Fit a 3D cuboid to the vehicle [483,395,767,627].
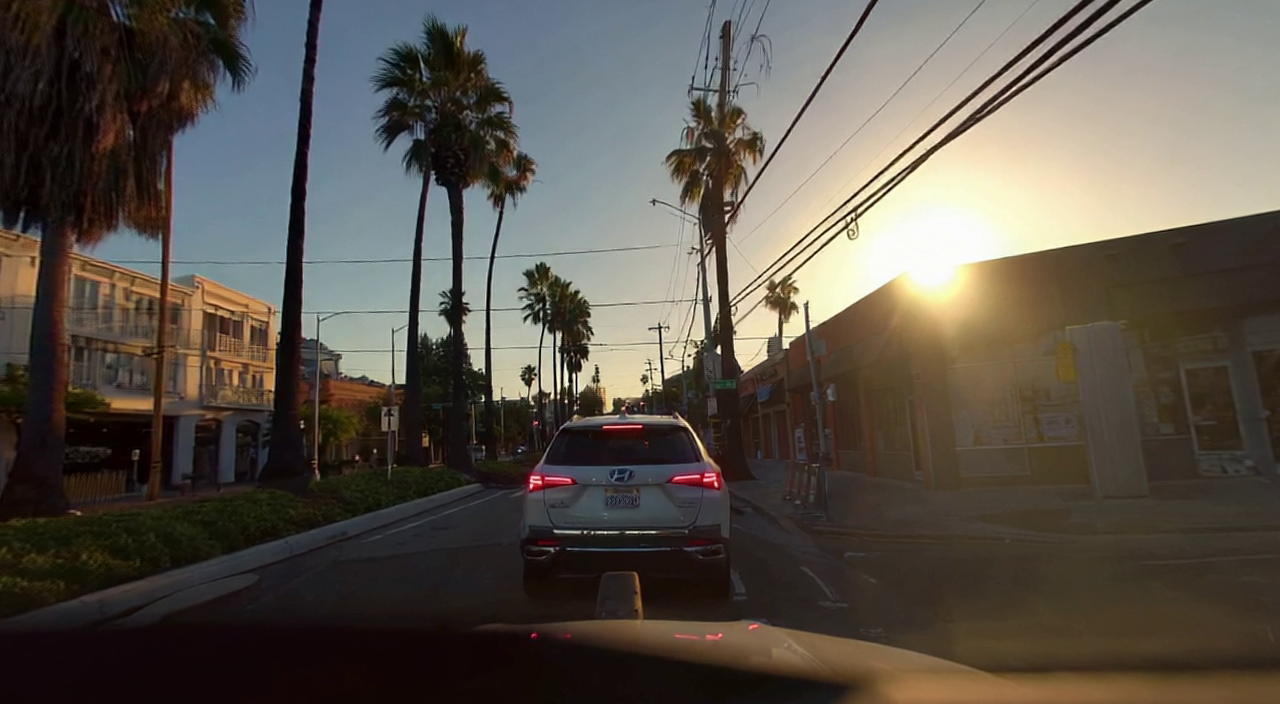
[{"bbox_3d":[-0.190,1.454,6.665,2.105,1.702,3.750,0,-8,-3],"label":"vehicle"}]
